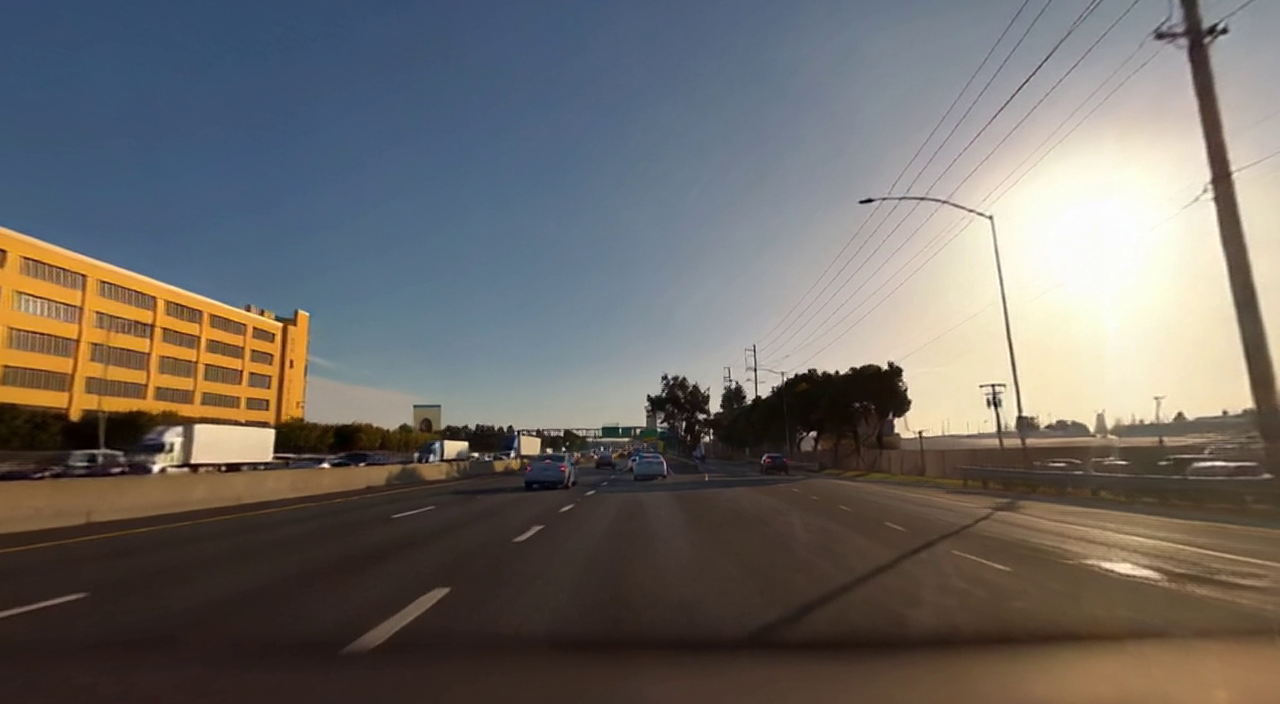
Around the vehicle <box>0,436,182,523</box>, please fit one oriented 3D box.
[{"bbox_3d":[-12.457,2.600,13.446,1.991,1.537,4.464,0,-8,0],"label":"vehicle"}]

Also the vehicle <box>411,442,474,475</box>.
[{"bbox_3d":[-12.599,6.794,40.663,2.133,1.970,5.950,-1,-8,0],"label":"vehicle"}]

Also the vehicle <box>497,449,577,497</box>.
[{"bbox_3d":[-3.644,4.362,23.169,2.059,1.508,4.662,-1,-8,1],"label":"vehicle"}]

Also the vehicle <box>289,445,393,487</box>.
[{"bbox_3d":[-12.505,4.772,26.794,2.037,1.574,4.757,-1,-8,1],"label":"vehicle"}]

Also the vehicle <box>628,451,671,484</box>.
[{"bbox_3d":[0.505,5.939,32.763,2.107,1.538,3.999,-1,-8,1],"label":"vehicle"}]

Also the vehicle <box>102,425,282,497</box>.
[{"bbox_3d":[-16.847,4.115,24.372,2.289,2.356,6.251,-1,-8,1],"label":"vehicle"}]

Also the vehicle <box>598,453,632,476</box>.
[{"bbox_3d":[-1.745,8.024,45.343,2.034,1.466,4.363,-1,-8,4],"label":"vehicle"}]
